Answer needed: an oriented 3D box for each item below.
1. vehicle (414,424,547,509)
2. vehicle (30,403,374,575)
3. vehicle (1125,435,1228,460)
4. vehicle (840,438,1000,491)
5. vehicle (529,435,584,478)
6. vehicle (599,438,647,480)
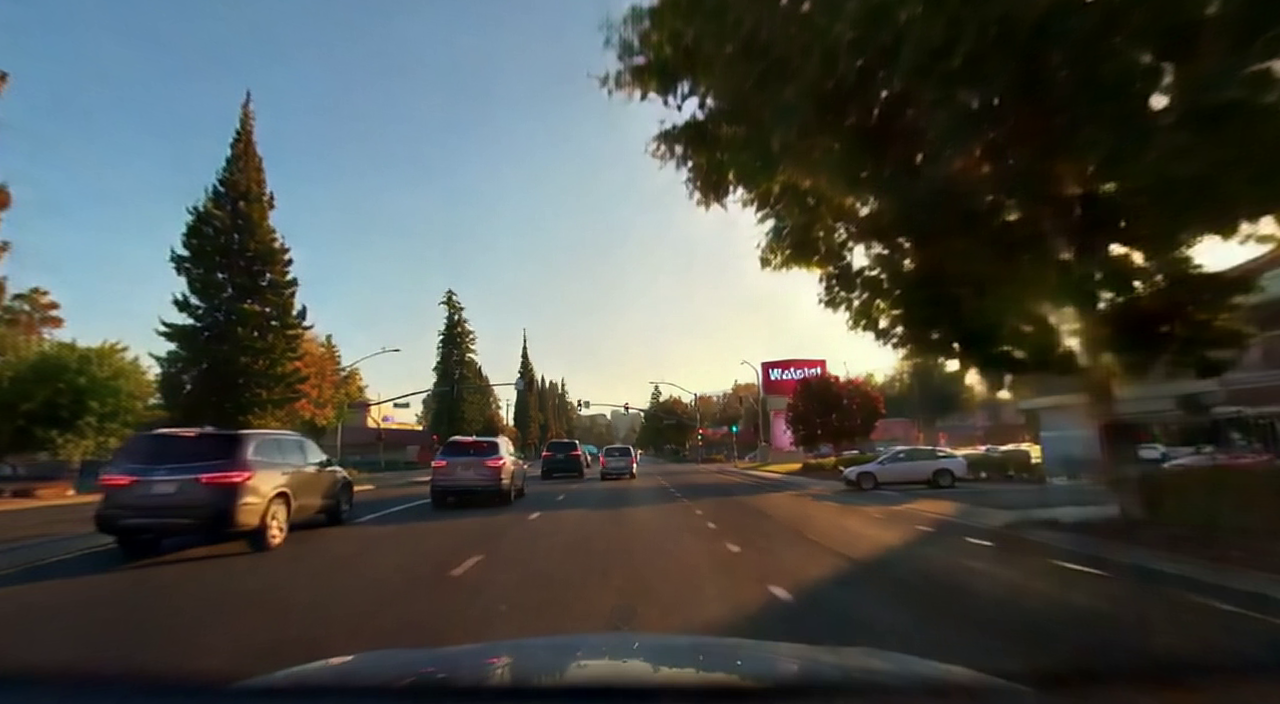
[{"bbox_3d":[-3.964,2.948,16.738,2.159,1.877,4.925,0,-9,1],"label":"vehicle"},{"bbox_3d":[-5.682,1.813,9.194,2.093,1.803,4.668,1,-9,-7],"label":"vehicle"},{"bbox_3d":[32.215,5.750,38.044,4.438,1.423,1.897,0,-9,-1],"label":"vehicle"},{"bbox_3d":[9.780,3.908,22.229,4.734,1.726,2.039,1,-9,-11],"label":"vehicle"},{"bbox_3d":[-4.232,5.406,32.933,2.252,1.999,5.605,0,-8,-1],"label":"vehicle"},{"bbox_3d":[-0.783,4.984,29.652,2.061,1.809,4.141,0,-9,-1],"label":"vehicle"}]
